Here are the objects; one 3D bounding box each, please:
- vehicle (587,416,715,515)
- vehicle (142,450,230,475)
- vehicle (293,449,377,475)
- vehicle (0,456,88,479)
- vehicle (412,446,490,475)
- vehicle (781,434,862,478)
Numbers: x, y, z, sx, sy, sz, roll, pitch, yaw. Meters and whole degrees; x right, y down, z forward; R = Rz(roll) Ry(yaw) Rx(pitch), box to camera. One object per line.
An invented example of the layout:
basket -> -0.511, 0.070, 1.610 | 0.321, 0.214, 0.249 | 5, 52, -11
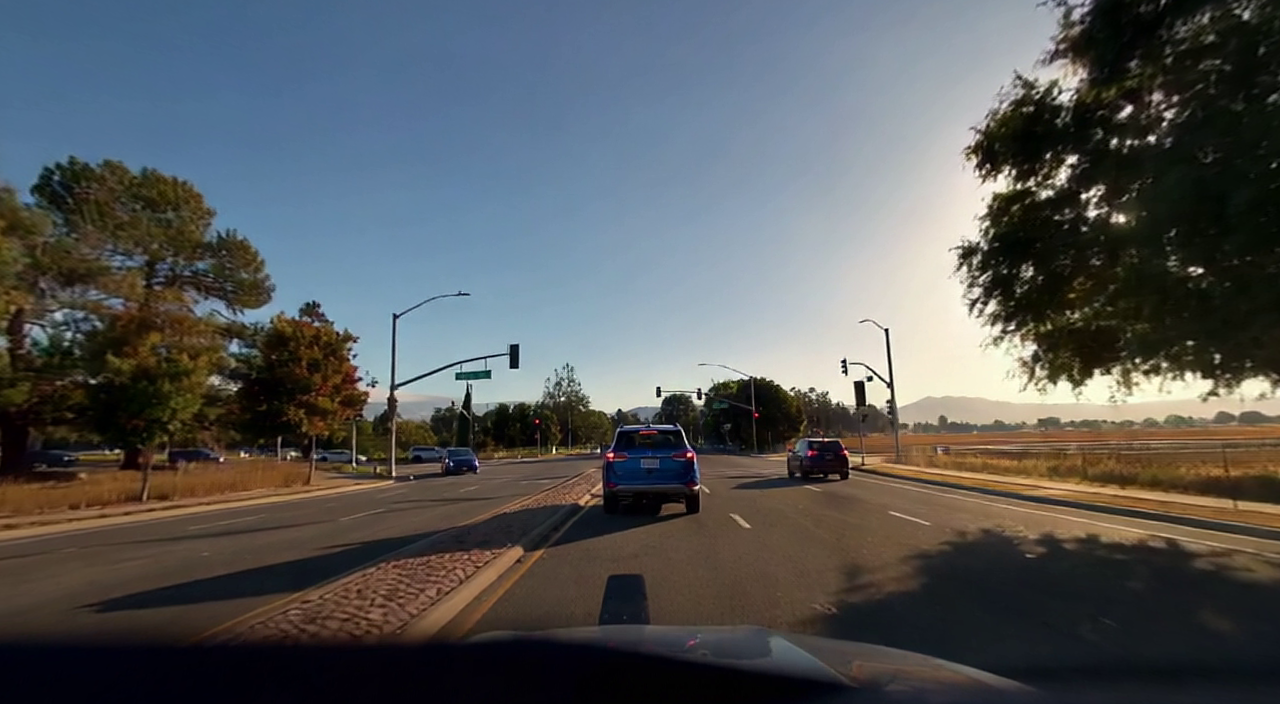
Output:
vehicle -> 0.203, 2.357, 13.514 | 2.298, 1.770, 4.138 | 0, -8, 0
vehicle -> -31.458, 7.654, 43.760 | 4.608, 1.680, 2.026 | -1, -8, 3
vehicle -> -20.044, 7.196, 41.527 | 4.510, 1.606, 2.192 | -2, -9, 12
vehicle -> -40.953, 7.874, 42.979 | 4.559, 1.458, 2.265 | -1, -8, 3
vehicle -> -10.906, 6.168, 36.166 | 2.425, 1.480, 4.707 | 7, -11, -41
vehicle -> 7.279, 4.208, 25.835 | 2.012, 1.636, 4.352 | 0, -8, 0
